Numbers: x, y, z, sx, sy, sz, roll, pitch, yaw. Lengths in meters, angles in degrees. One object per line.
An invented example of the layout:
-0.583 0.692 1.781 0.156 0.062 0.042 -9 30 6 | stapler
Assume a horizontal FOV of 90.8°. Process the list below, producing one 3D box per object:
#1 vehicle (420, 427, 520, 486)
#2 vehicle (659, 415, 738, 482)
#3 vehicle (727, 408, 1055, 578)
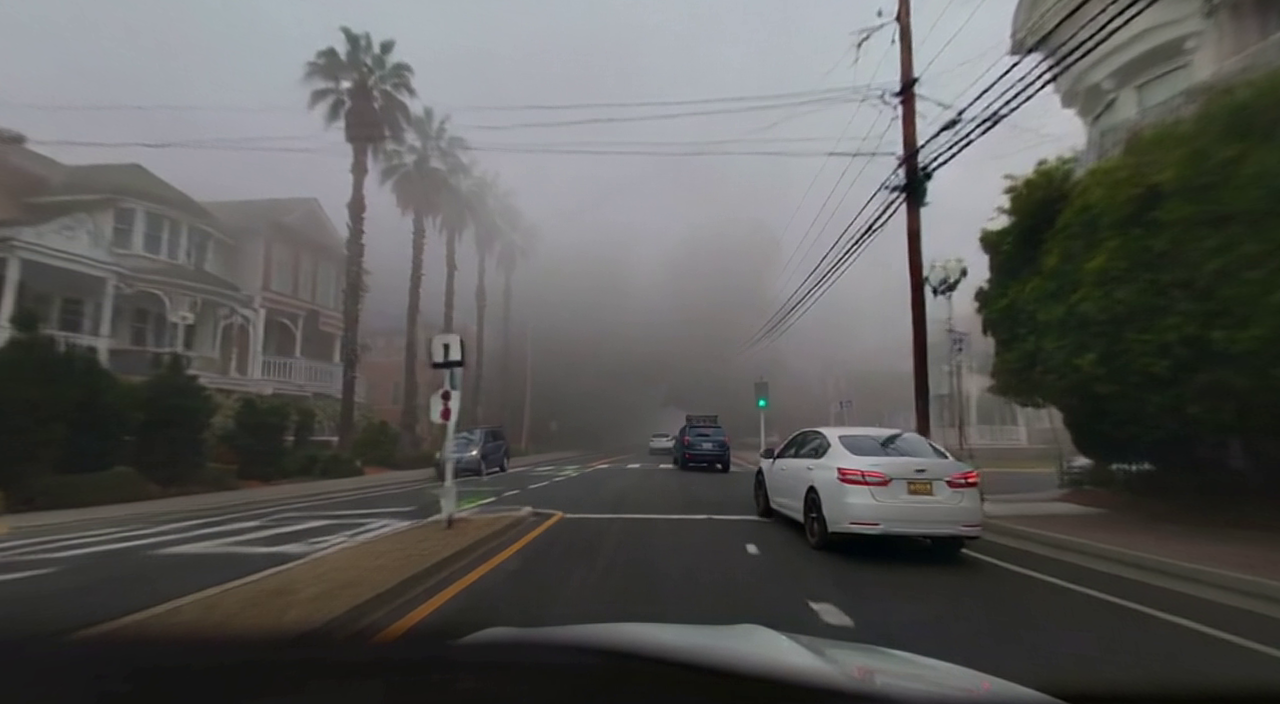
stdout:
-6.165 3.780 23.445 2.069 1.820 4.388 -3 -6 6 | vehicle
1.839 3.272 21.472 2.109 2.002 4.424 0 -9 -2 | vehicle
2.676 1.651 8.200 2.096 1.552 4.519 1 -9 -5 | vehicle
